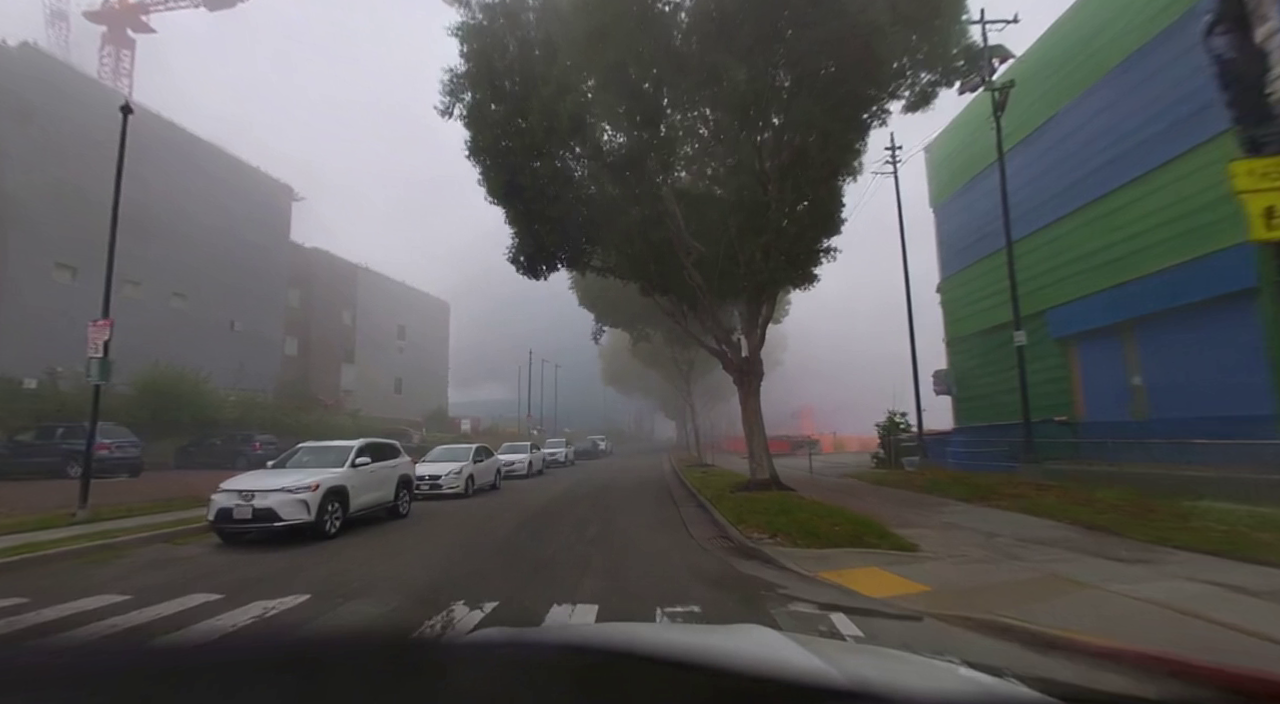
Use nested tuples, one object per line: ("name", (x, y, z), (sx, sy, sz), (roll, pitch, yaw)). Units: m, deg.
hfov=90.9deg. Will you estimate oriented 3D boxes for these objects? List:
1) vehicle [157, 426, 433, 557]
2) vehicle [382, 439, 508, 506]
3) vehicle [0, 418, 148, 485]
("vehicle", (-5.027, 2.021, 9.974), (1.913, 1.620, 3.982), (-1, -8, 4))
("vehicle", (-4.755, 2.954, 16.006), (1.806, 1.451, 3.878), (-1, -8, 2))
("vehicle", (-18.764, 3.112, 19.913), (5.220, 1.906, 2.069), (-2, -8, 13))
